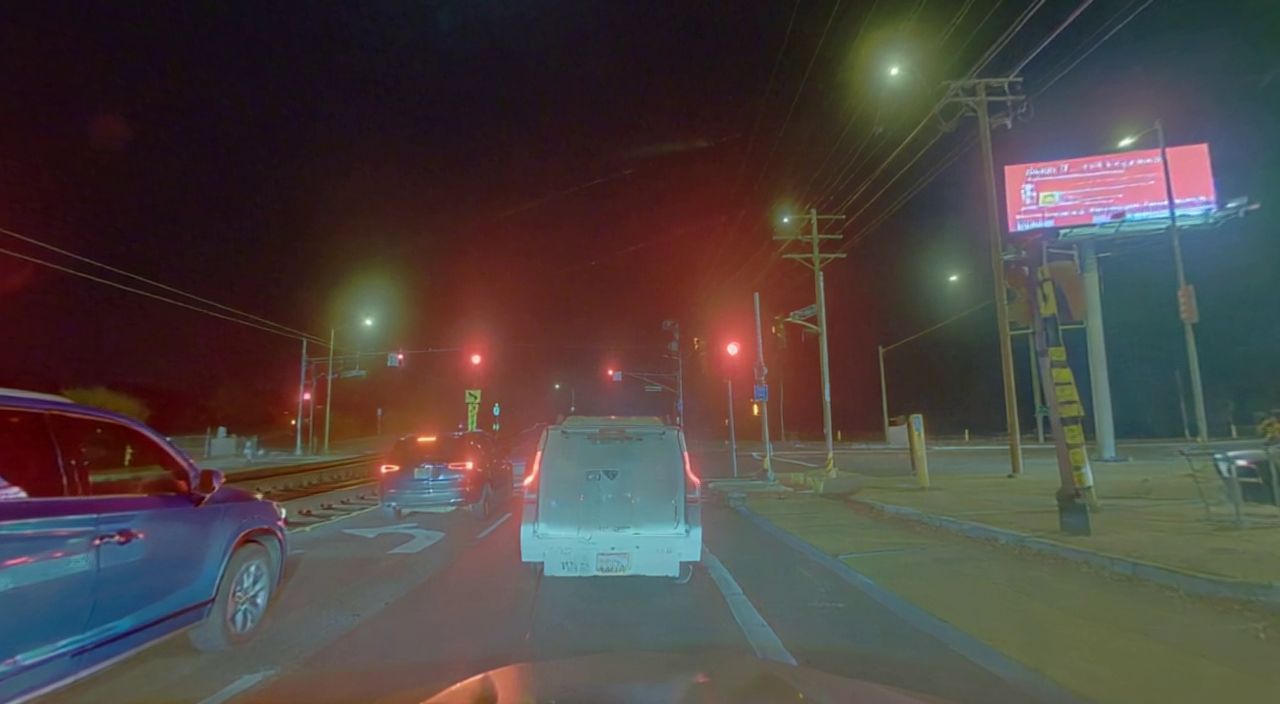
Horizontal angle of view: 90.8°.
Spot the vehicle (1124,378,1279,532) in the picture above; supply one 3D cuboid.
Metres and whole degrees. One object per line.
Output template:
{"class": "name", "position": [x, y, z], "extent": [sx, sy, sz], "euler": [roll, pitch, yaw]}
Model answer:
{"class": "vehicle", "position": [9.591, 1.313, 8.176], "extent": [5.060, 1.702, 2.033], "euler": [1, -9, -4]}

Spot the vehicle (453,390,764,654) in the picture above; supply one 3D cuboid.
{"class": "vehicle", "position": [-0.215, 1.386, 6.043], "extent": [2.025, 1.723, 3.644], "euler": [0, -9, 0]}

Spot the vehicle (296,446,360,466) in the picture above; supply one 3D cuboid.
{"class": "vehicle", "position": [-24.221, 8.062, 49.064], "extent": [4.357, 1.444, 1.842], "euler": [-3, -9, 19]}

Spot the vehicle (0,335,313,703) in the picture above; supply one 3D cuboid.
{"class": "vehicle", "position": [-3.926, 0.859, 2.965], "extent": [2.052, 1.814, 5.184], "euler": [0, -9, -1]}

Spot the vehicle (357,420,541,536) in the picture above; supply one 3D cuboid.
{"class": "vehicle", "position": [-3.154, 2.181, 11.491], "extent": [1.988, 1.678, 4.317], "euler": [0, -9, 0]}
